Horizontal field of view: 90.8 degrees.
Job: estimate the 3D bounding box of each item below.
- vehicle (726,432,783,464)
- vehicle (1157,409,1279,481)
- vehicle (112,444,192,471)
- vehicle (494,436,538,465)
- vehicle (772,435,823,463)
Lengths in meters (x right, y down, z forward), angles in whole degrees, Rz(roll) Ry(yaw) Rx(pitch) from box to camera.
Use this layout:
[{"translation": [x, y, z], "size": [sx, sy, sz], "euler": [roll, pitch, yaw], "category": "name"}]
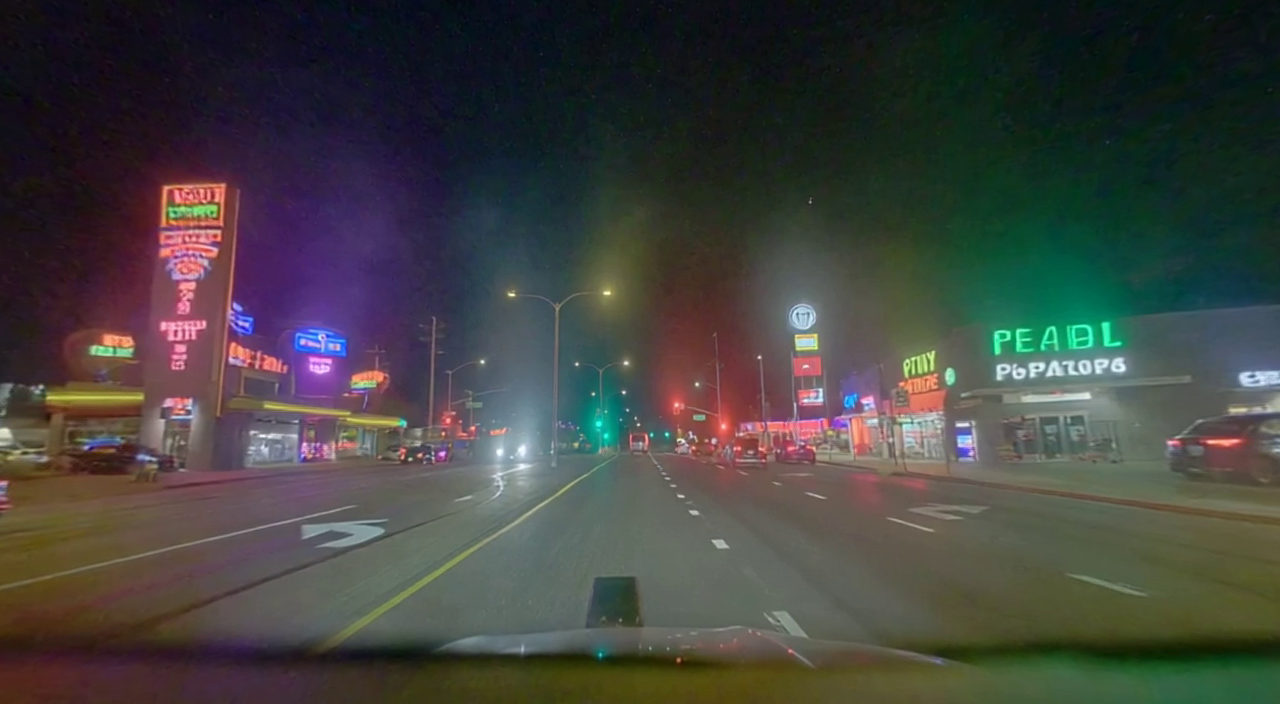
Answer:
[{"translation": [6.312, 5.387, 35.380], "size": [1.974, 1.679, 4.611], "euler": [0, -9, -4], "category": "vehicle"}, {"translation": [17.162, 2.531, 17.255], "size": [4.353, 1.813, 1.836], "euler": [0, -9, -1], "category": "vehicle"}, {"translation": [-34.133, 7.457, 44.396], "size": [1.821, 1.531, 4.703], "euler": [-3, -13, 0], "category": "vehicle"}, {"translation": [-7.991, 6.428, 41.271], "size": [1.946, 1.794, 4.799], "euler": [0, -9, -1], "category": "vehicle"}, {"translation": [9.854, 6.136, 39.946], "size": [2.019, 1.694, 4.491], "euler": [0, -9, -1], "category": "vehicle"}]
